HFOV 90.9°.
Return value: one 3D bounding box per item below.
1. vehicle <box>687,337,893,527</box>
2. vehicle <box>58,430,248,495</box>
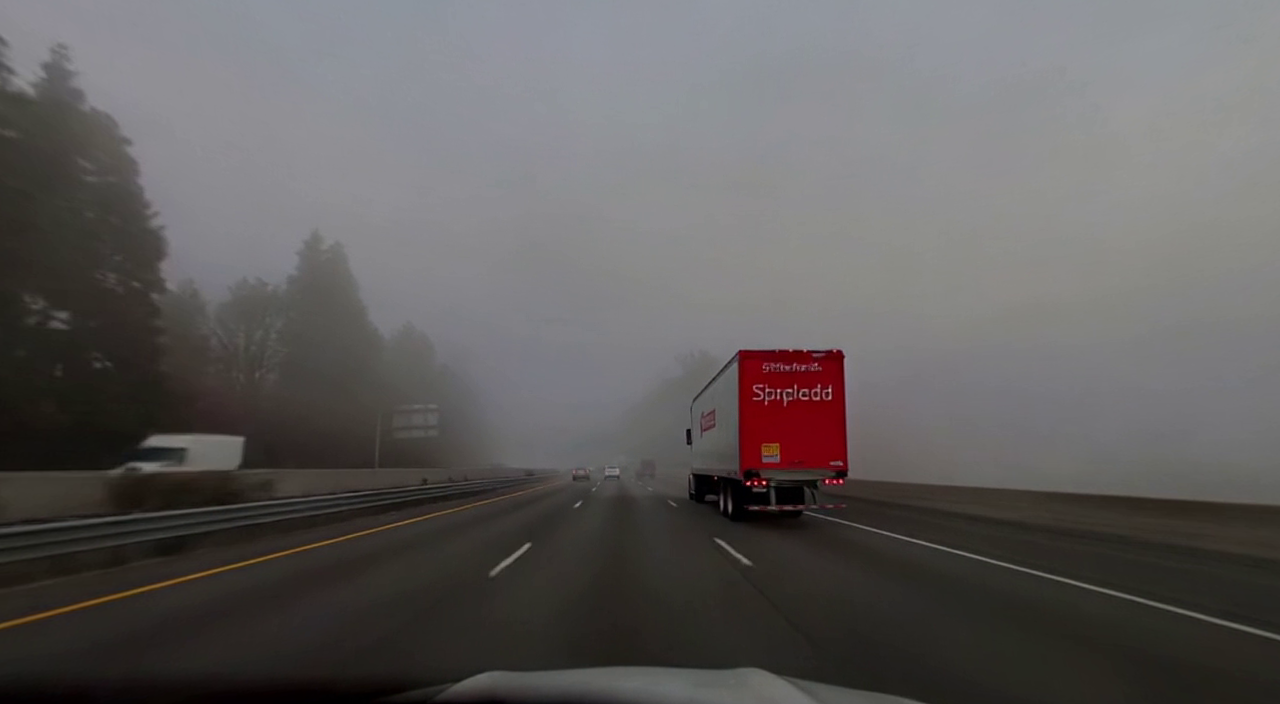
[{"bbox_3d":[3.908,3.053,21.376,2.992,4.300,13.967,1,-10,-2],"label":"vehicle"},{"bbox_3d":[-16.938,3.978,22.539,2.079,1.951,6.068,1,-10,-2],"label":"vehicle"}]
